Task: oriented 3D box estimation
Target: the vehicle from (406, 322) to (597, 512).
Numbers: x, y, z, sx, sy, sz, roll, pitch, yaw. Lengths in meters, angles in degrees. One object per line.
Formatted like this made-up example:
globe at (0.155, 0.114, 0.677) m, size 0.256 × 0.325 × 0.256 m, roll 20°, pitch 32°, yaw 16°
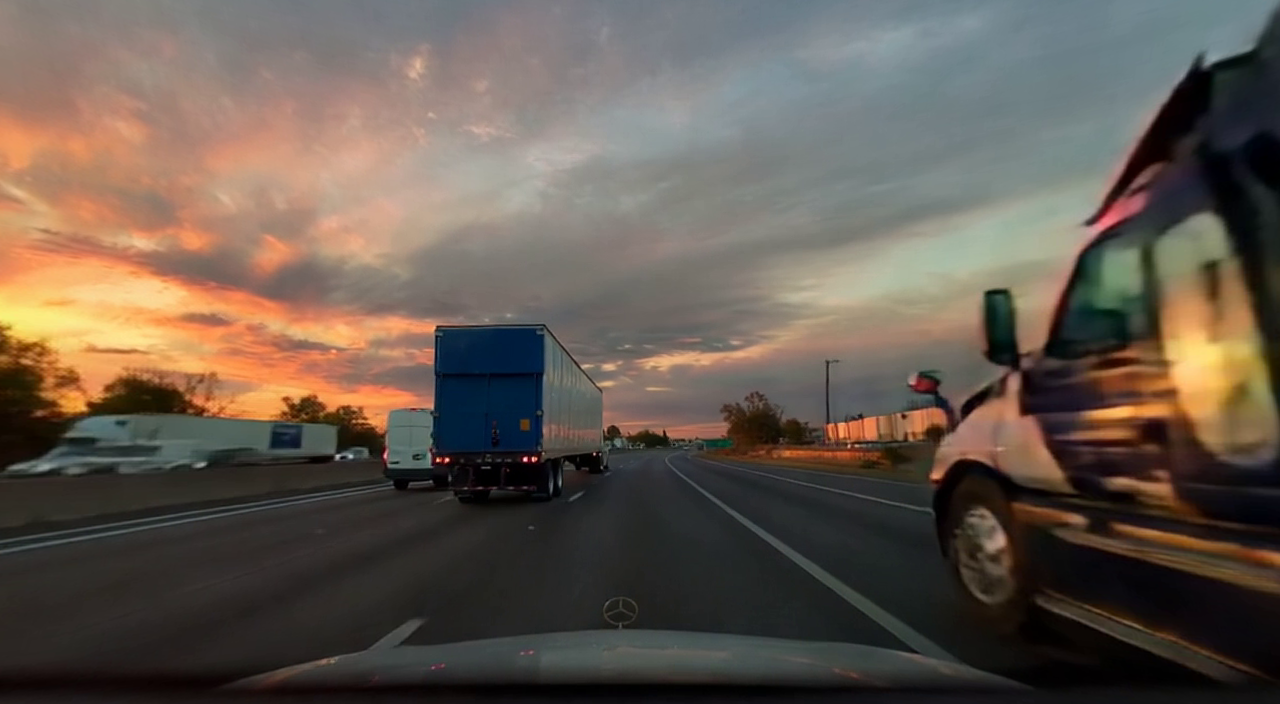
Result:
vehicle at (-3.547, 2.630, 21.917) m, size 2.939 × 4.132 × 16.303 m, roll -1°, pitch -9°, yaw 0°

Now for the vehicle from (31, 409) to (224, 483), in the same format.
vehicle at (-30.713, 5.789, 38.826) m, size 2.999 × 3.908 × 10.302 m, roll 0°, pitch -9°, yaw 1°

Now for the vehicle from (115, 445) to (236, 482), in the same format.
vehicle at (-27.314, 6.548, 37.554) m, size 2.465 × 2.000 × 6.296 m, roll 0°, pitch -9°, yaw 0°
